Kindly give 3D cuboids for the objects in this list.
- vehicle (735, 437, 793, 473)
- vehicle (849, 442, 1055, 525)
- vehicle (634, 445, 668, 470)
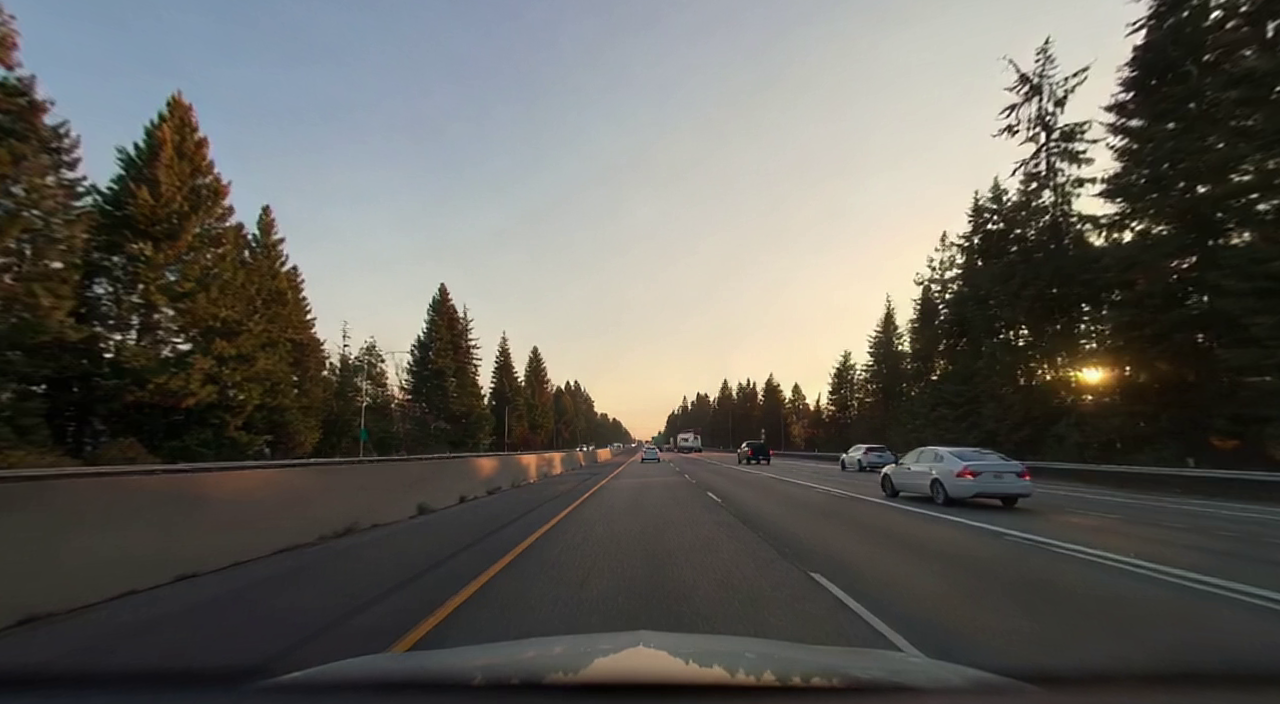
[{"bbox_3d":[7.244,6.064,37.284,2.206,1.902,5.460,0,-8,-1],"label":"vehicle"},{"bbox_3d":[6.394,2.706,13.656,1.904,1.453,4.789,0,-8,-2],"label":"vehicle"},{"bbox_3d":[0.656,6.573,39.424,2.052,1.472,4.295,0,-8,0],"label":"vehicle"}]
